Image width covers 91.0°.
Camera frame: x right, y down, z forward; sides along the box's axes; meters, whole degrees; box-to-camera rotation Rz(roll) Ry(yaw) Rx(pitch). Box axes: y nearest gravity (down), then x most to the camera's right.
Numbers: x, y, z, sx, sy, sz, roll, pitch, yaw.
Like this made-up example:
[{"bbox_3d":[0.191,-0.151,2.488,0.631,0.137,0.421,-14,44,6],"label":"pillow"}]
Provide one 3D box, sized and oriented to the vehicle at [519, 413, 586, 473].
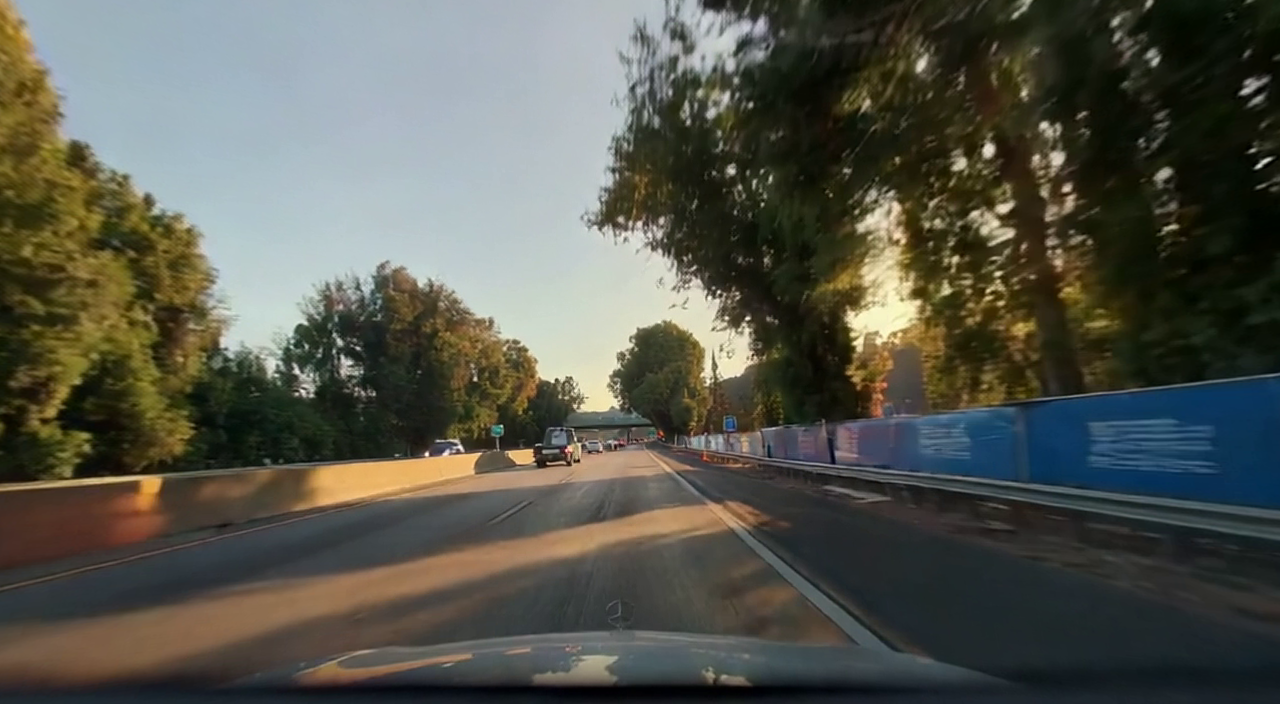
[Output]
[{"bbox_3d":[-4.177,4.498,31.253,2.484,2.625,5.907,-1,-8,0],"label":"vehicle"}]
